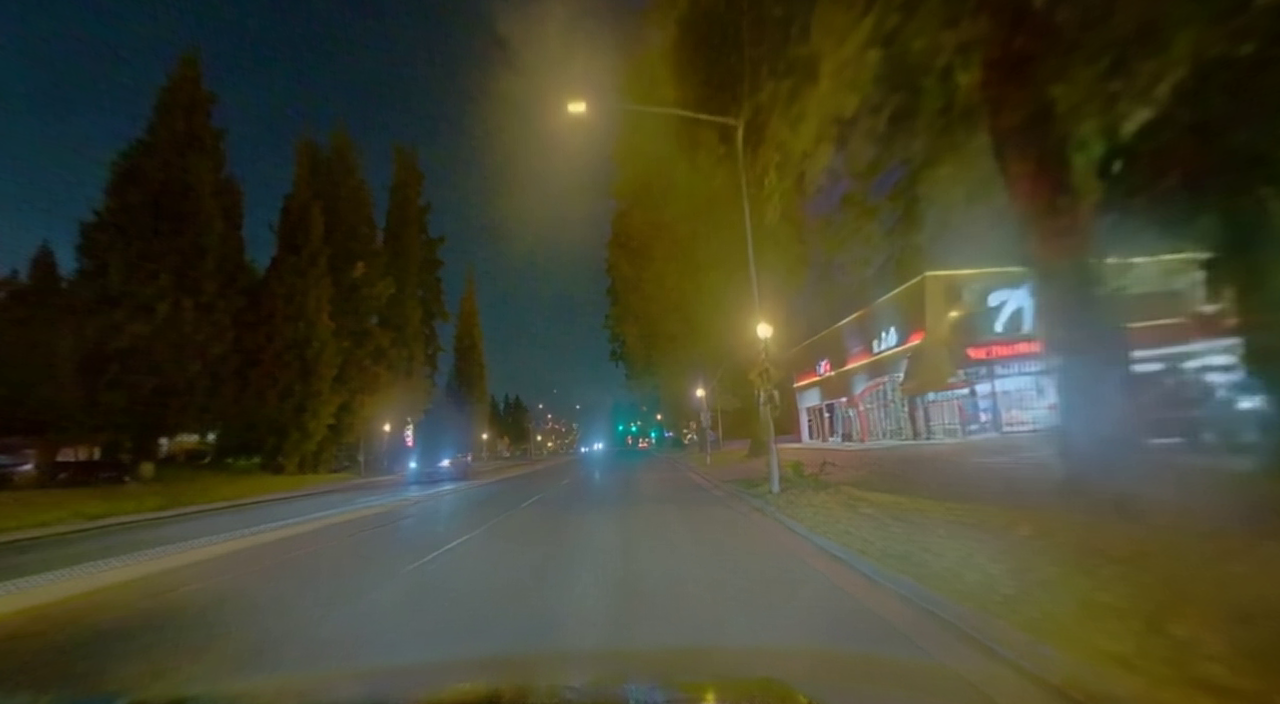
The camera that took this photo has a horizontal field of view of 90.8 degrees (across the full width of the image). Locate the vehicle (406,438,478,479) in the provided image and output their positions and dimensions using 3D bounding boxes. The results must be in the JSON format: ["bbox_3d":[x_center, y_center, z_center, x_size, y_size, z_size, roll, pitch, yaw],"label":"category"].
[{"bbox_3d":[-9.296,5.003,30.073,2.050,1.721,4.369,0,-7,-1],"label":"vehicle"}]

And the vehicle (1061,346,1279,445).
[{"bbox_3d":[12.635,1.097,14.107,1.939,1.753,4.974,3,-11,-23],"label":"vehicle"}]
